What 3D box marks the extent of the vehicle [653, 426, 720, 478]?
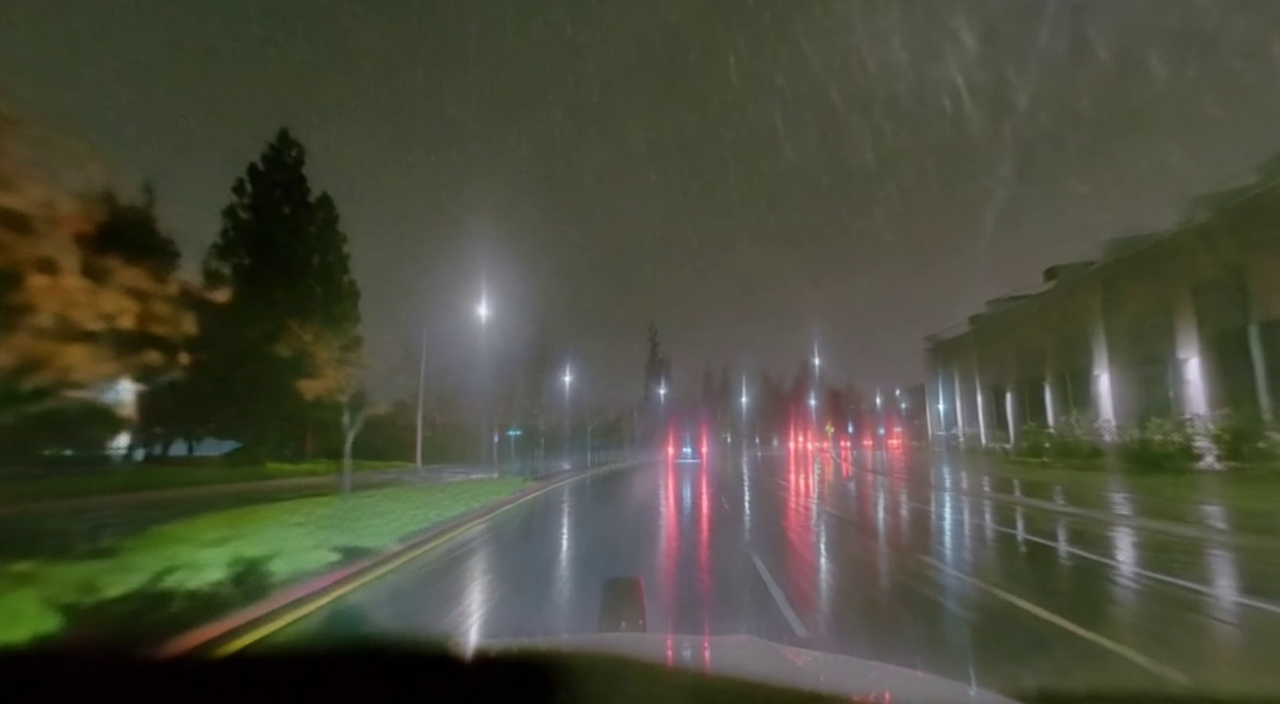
[{"bbox_3d":[2.102,4.204,26.644,2.371,1.926,5.615,-1,-9,9],"label":"vehicle"}]
